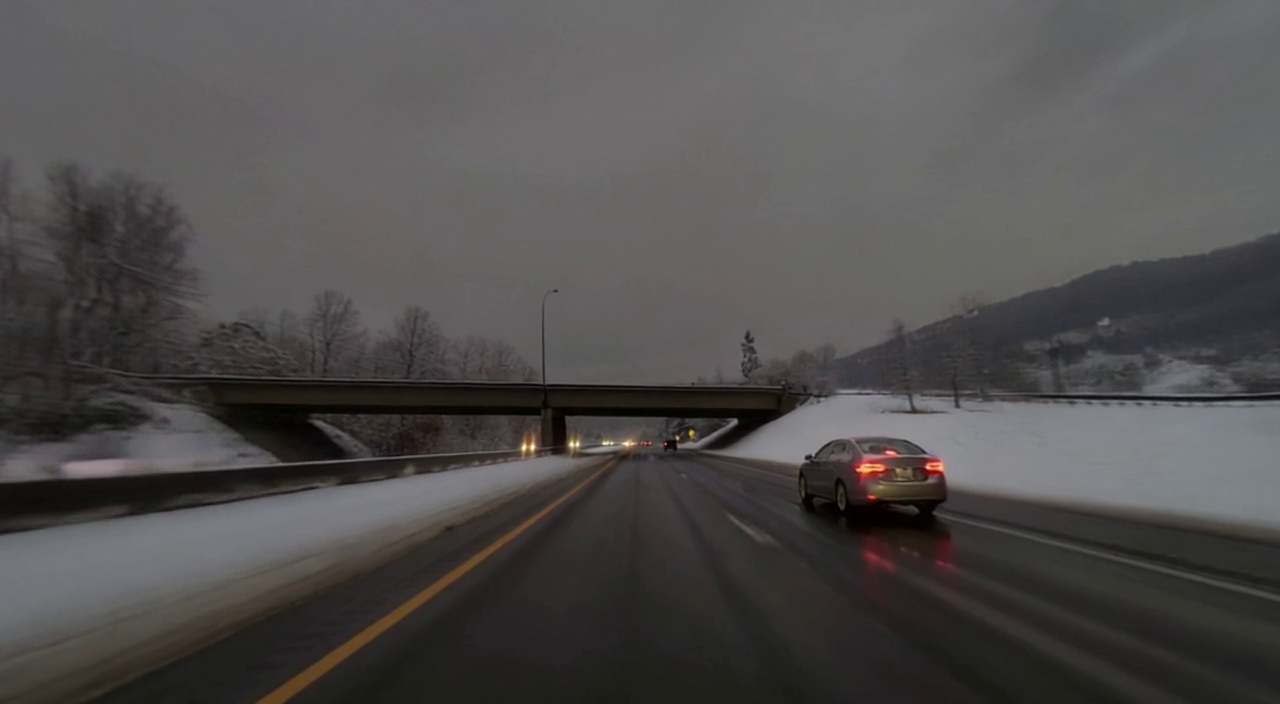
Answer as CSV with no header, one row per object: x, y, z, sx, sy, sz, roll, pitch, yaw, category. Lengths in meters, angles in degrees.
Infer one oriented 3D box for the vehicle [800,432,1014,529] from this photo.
4.780,2.348,12.245,2.027,1.487,4.718,0,-8,-1,vehicle
